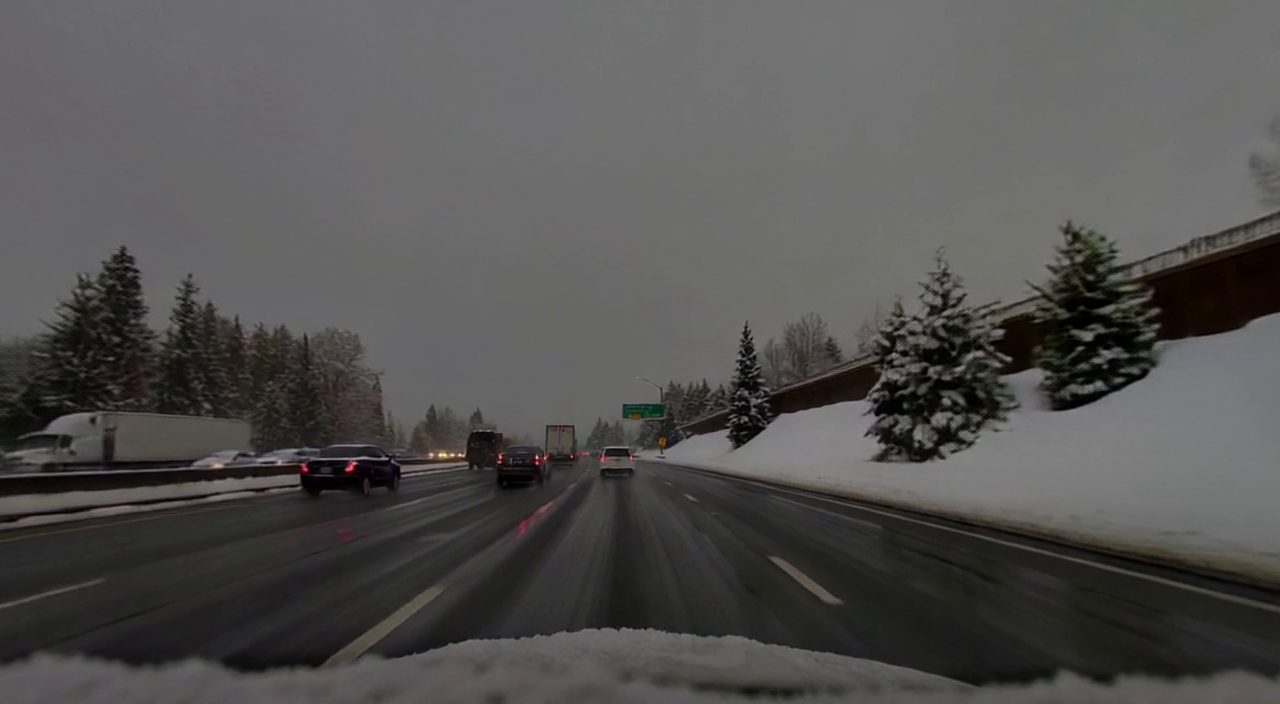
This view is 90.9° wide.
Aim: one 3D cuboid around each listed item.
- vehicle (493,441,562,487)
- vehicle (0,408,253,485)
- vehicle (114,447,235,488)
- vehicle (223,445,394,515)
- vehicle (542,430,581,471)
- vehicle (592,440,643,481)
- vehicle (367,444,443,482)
[{"bbox_3d":[-4.307,4.320,24.737,2.005,1.631,4.295,0,-8,-1],"label":"vehicle"},{"bbox_3d":[-24.305,4.627,31.129,3.003,2.982,12.570,0,-8,-3],"label":"vehicle"},{"bbox_3d":[-20.134,4.972,27.575,1.934,1.609,4.619,0,-8,-3],"label":"vehicle"},{"bbox_3d":[-7.998,3.074,15.791,1.896,1.465,4.399,0,-8,0],"label":"vehicle"},{"bbox_3d":[-5.530,7.017,45.102,2.279,2.672,5.256,0,-8,-2],"label":"vehicle"},{"bbox_3d":[-1.026,4.753,28.026,2.092,1.671,3.772,0,-8,-3],"label":"vehicle"},{"bbox_3d":[-11.998,5.674,32.650,2.079,1.807,5.187,0,-8,-2],"label":"vehicle"}]
